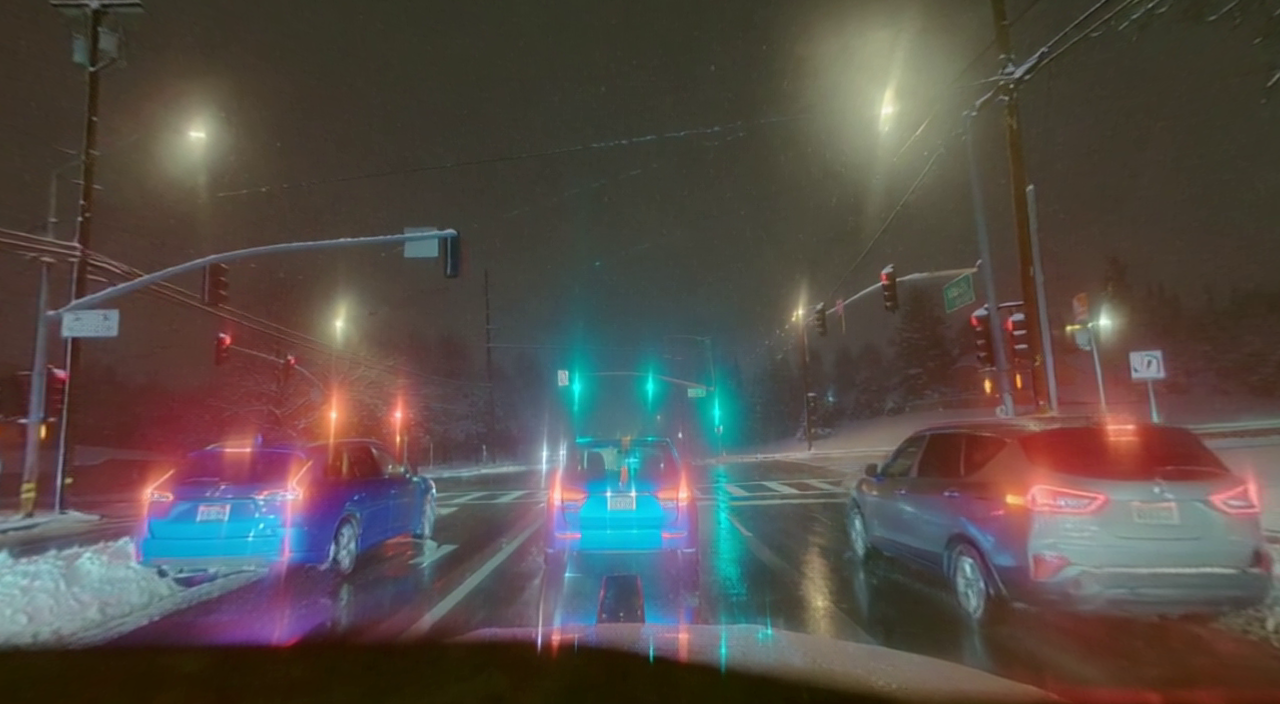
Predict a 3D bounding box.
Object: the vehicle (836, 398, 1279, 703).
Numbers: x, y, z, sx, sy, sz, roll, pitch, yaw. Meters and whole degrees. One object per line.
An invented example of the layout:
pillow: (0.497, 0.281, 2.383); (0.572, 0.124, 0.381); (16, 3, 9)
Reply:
vehicle: (2.910, 1.203, 4.354); (1.860, 1.494, 3.707); (0, -8, -1)

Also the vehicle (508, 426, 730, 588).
vehicle: (-0.223, 1.757, 8.039); (2.061, 1.485, 4.196); (0, -8, -1)

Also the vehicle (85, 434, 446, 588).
vehicle: (-4.363, 1.883, 8.435); (2.106, 1.492, 4.312); (0, -8, 1)
